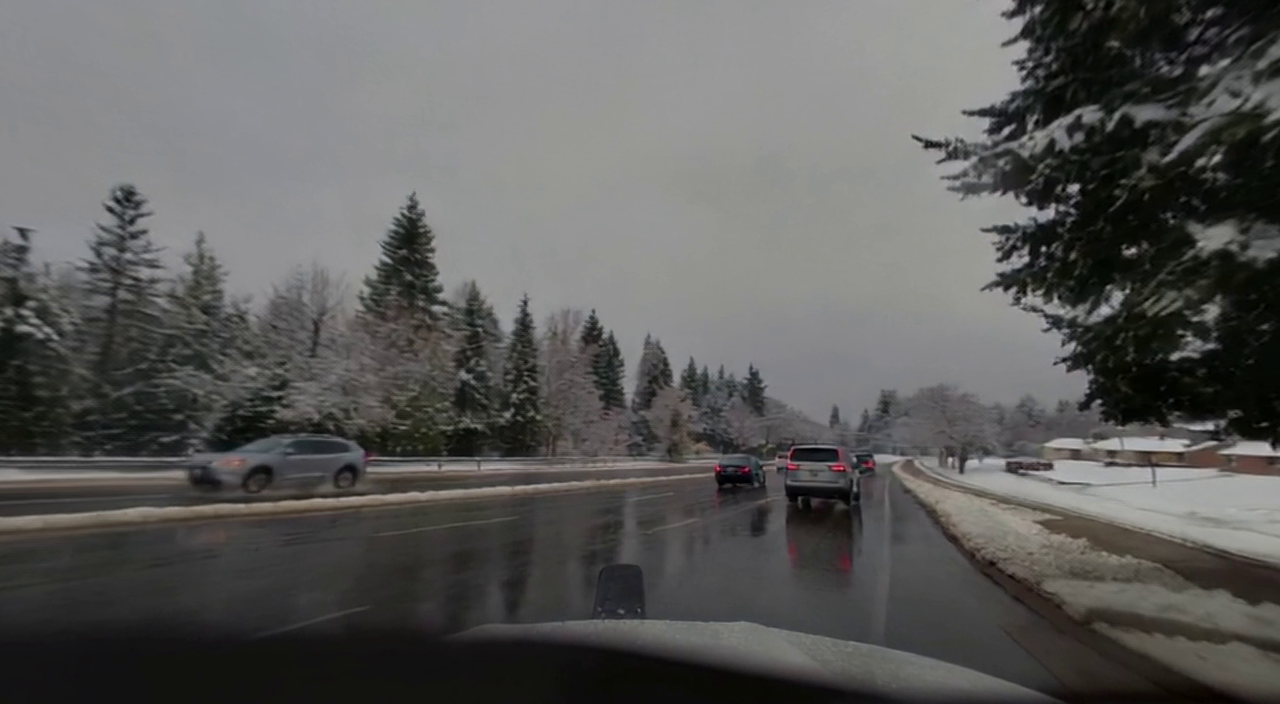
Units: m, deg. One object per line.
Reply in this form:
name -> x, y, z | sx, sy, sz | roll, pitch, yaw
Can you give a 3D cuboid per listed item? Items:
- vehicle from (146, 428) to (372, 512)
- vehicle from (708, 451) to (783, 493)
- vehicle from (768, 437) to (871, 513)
vehicle -> -9.496, 2.940, 16.272 | 1.973, 1.826, 4.538 | -4, -9, 25
vehicle -> 4.648, 5.081, 27.230 | 2.123, 1.592, 4.505 | -4, -9, 23
vehicle -> 5.209, 3.370, 17.926 | 2.125, 1.830, 4.370 | -4, -9, 24
